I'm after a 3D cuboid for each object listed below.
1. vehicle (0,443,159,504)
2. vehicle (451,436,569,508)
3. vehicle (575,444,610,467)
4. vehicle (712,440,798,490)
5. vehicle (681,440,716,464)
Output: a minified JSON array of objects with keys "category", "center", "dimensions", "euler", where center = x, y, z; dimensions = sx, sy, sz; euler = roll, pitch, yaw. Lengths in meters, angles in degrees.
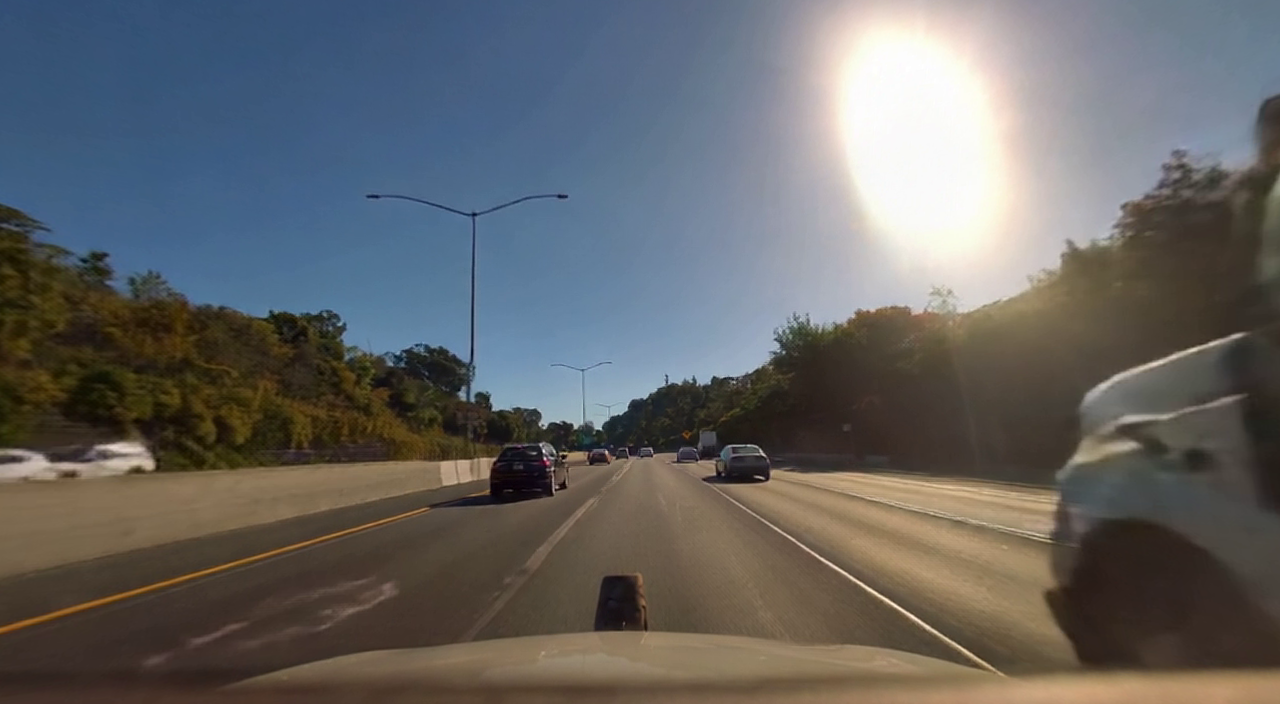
[{"category":"vehicle","center":[-23.631,4.620,24.518],"dimensions":[2.721,2.129,9.070],"euler":[-1,-8,1]},{"category":"vehicle","center":[-3.224,3.068,16.777],"dimensions":[1.974,1.589,5.047],"euler":[-1,-8,1]},{"category":"vehicle","center":[-3.300,7.331,44.995],"dimensions":[2.099,1.494,4.504],"euler":[-1,-8,1]},{"category":"vehicle","center":[3.730,3.739,21.367],"dimensions":[2.040,1.461,4.822],"euler":[-1,-8,1]},{"category":"vehicle","center":[4.427,7.630,48.399],"dimensions":[2.144,1.752,4.765],"euler":[0,-8,0]}]
